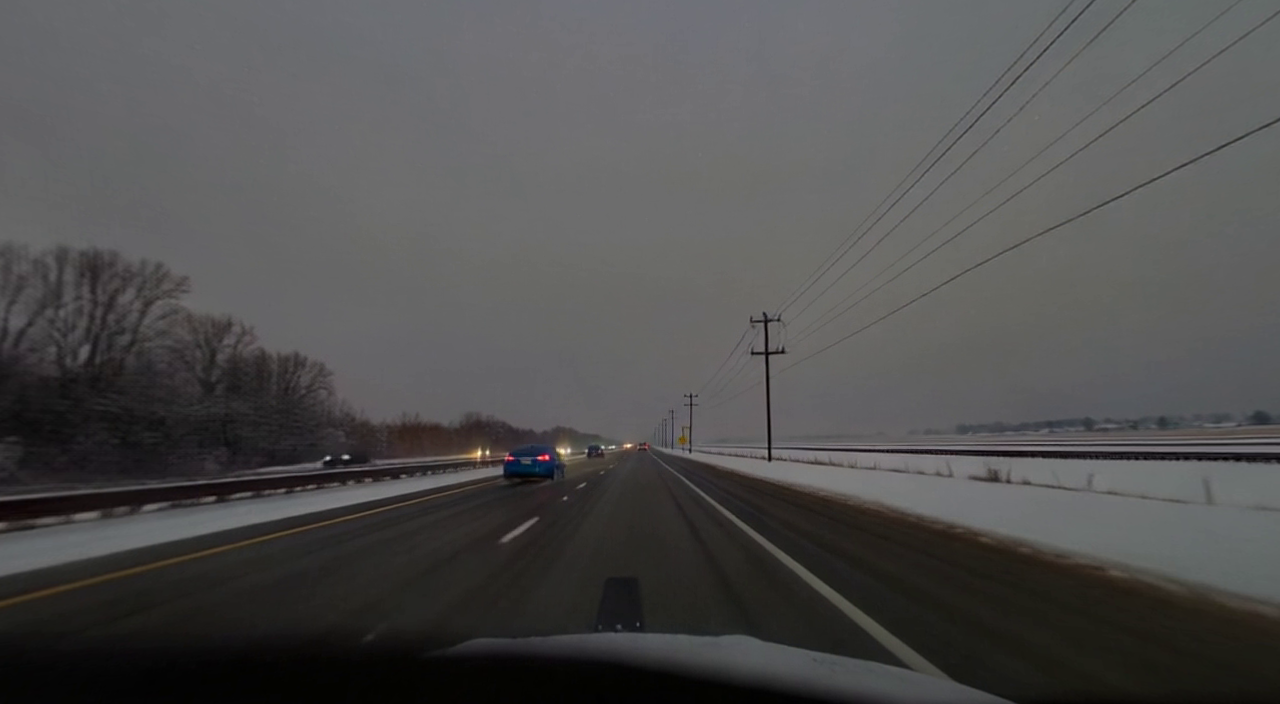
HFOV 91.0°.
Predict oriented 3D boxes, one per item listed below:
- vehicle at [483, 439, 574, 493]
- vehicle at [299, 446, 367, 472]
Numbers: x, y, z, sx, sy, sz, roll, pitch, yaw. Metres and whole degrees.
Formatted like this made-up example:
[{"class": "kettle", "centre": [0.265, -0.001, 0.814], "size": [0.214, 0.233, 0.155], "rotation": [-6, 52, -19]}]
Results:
[{"class": "vehicle", "centre": [-3.665, 3.858, 21.692], "size": [2.120, 1.597, 4.810], "rotation": [0, -9, 1]}, {"class": "vehicle", "centre": [-20.857, 7.284, 43.046], "size": [2.024, 1.685, 4.992], "rotation": [0, -9, 1]}]
